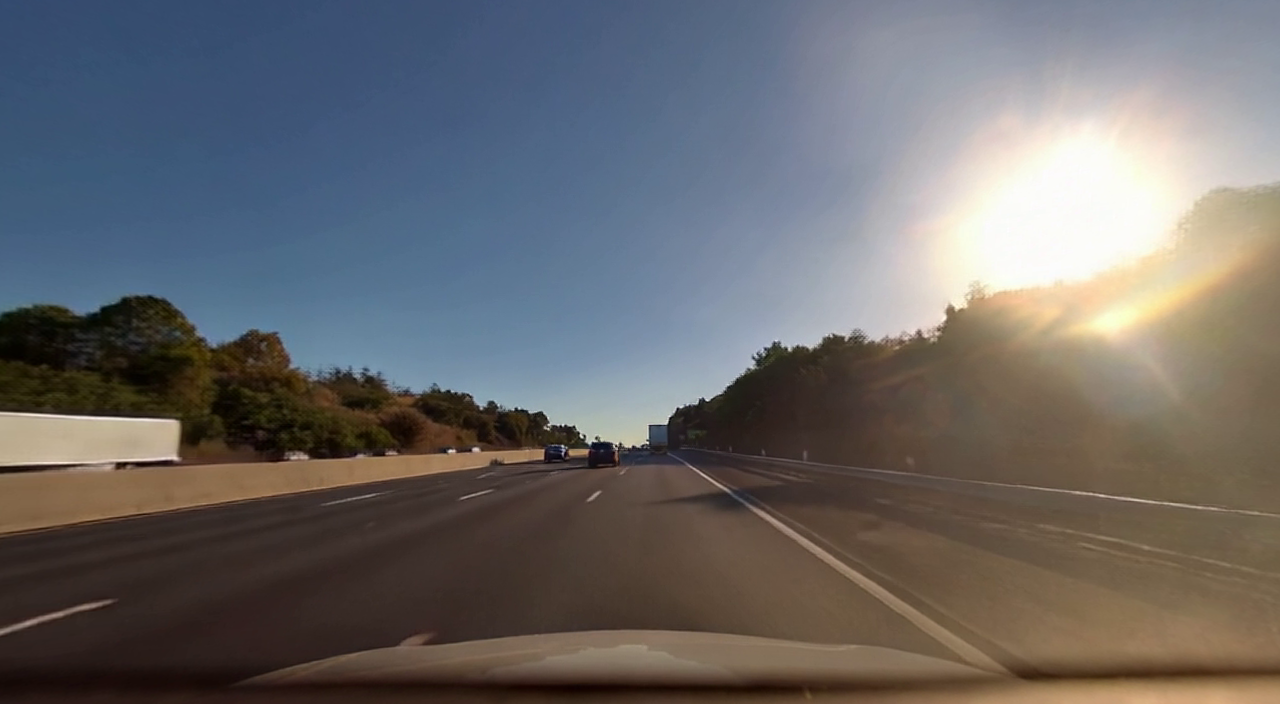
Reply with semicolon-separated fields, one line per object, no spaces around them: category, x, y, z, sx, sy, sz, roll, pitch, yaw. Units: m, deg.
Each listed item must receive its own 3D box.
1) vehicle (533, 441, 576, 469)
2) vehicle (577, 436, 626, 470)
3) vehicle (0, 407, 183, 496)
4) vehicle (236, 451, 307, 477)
vehicle;-5.526;6.725;41.442;2.062;1.691;4.278;0;-9;2
vehicle;-2.114;5.733;36.002;2.283;1.802;4.810;0;-9;2
vehicle;-35.363;5.811;36.987;3.042;4.687;18.122;0;-9;2
vehicle;-27.285;8.277;46.915;2.181;1.785;4.823;0;-9;2
